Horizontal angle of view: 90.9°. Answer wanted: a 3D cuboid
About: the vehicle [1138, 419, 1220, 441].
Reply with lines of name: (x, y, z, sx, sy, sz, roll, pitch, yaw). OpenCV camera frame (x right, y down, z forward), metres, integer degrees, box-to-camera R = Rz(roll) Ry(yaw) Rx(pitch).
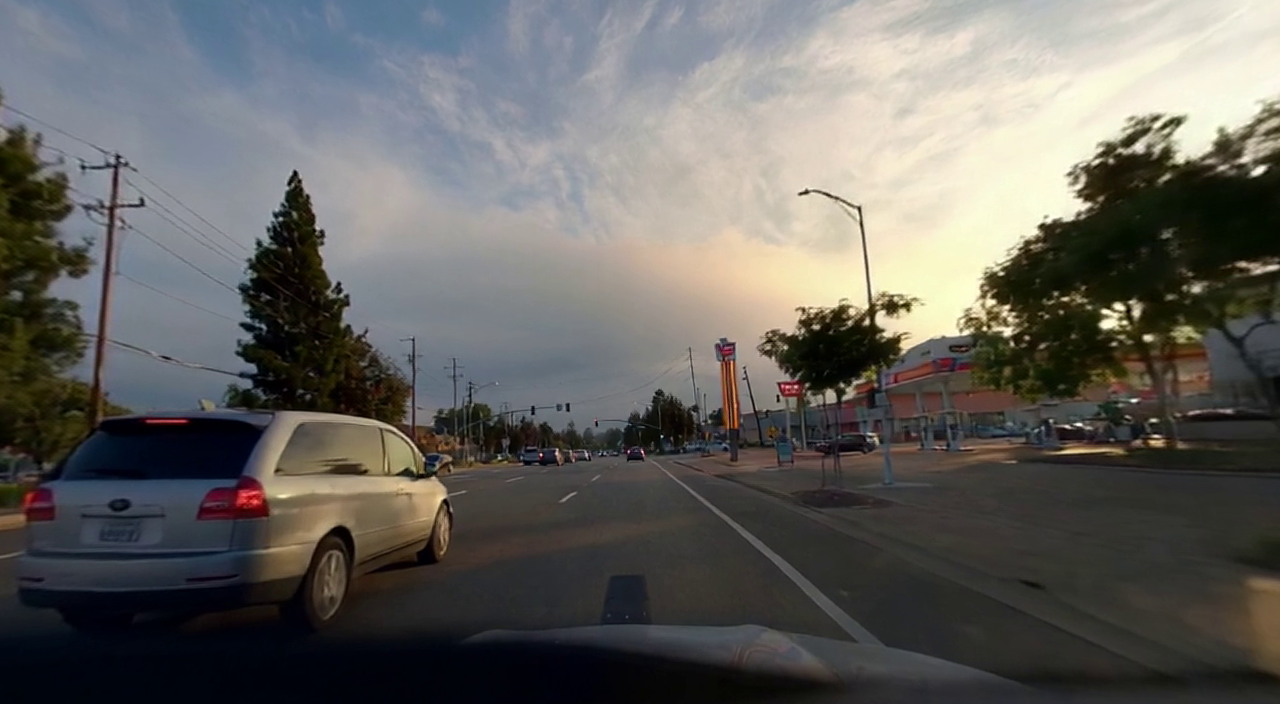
vehicle: (41.549, 6.061, 48.657, 4.630, 1.529, 1.759, -8, -10, 42)

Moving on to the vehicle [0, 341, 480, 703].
vehicle: (-3.107, 1.211, 5.368, 2.190, 1.844, 4.751, 0, -9, 1)

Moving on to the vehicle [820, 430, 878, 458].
vehicle: (15.829, 7.070, 48.106, 2.178, 1.911, 5.852, -2, -9, -2)

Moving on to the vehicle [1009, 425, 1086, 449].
vehicle: (30.817, 6.480, 47.714, 4.459, 1.605, 1.883, -10, -12, 44)
